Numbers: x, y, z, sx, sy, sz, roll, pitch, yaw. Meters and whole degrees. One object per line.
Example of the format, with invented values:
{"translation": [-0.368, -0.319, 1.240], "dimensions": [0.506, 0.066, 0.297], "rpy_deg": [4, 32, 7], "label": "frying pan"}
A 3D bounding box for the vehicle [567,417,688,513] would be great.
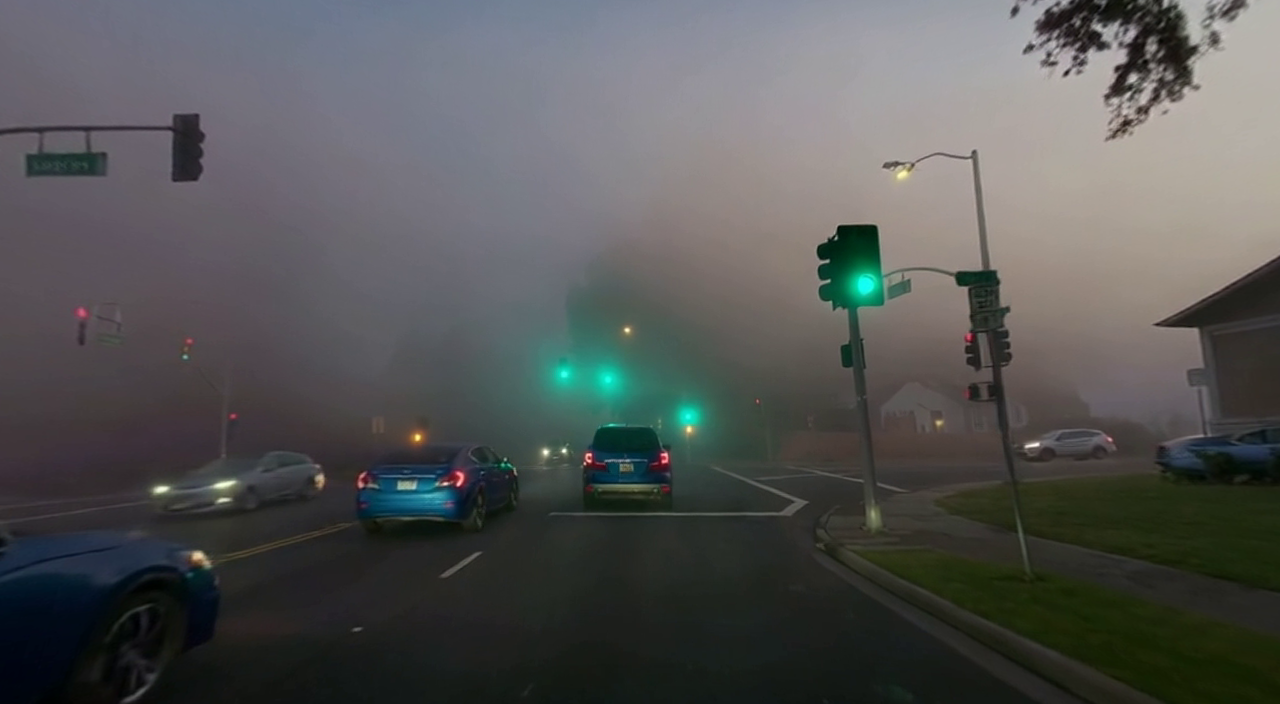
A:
{"translation": [-0.259, 2.577, 14.894], "dimensions": [2.396, 1.881, 4.606], "rpy_deg": [0, -8, 0], "label": "vehicle"}

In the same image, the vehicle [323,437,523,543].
{"translation": [-3.416, 2.241, 10.995], "dimensions": [1.934, 1.459, 4.368], "rpy_deg": [0, -8, 0], "label": "vehicle"}

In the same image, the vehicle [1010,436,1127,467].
{"translation": [21.190, 4.937, 31.427], "dimensions": [4.353, 1.431, 1.876], "rpy_deg": [-2, -9, 14], "label": "vehicle"}

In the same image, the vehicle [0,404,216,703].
{"translation": [-3.398, 0.767, 1.132], "dimensions": [1.977, 1.488, 4.741], "rpy_deg": [0, -8, 0], "label": "vehicle"}

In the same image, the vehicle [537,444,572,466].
{"translation": [-6.727, 8.116, 49.946], "dimensions": [2.069, 1.651, 4.431], "rpy_deg": [0, -8, 1], "label": "vehicle"}

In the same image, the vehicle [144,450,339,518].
{"translation": [-10.085, 3.335, 16.567], "dimensions": [2.028, 1.474, 4.637], "rpy_deg": [0, -8, 1], "label": "vehicle"}

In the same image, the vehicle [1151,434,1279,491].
{"translation": [17.142, 2.964, 17.060], "dimensions": [4.715, 1.439, 1.874], "rpy_deg": [-2, -9, 14], "label": "vehicle"}
